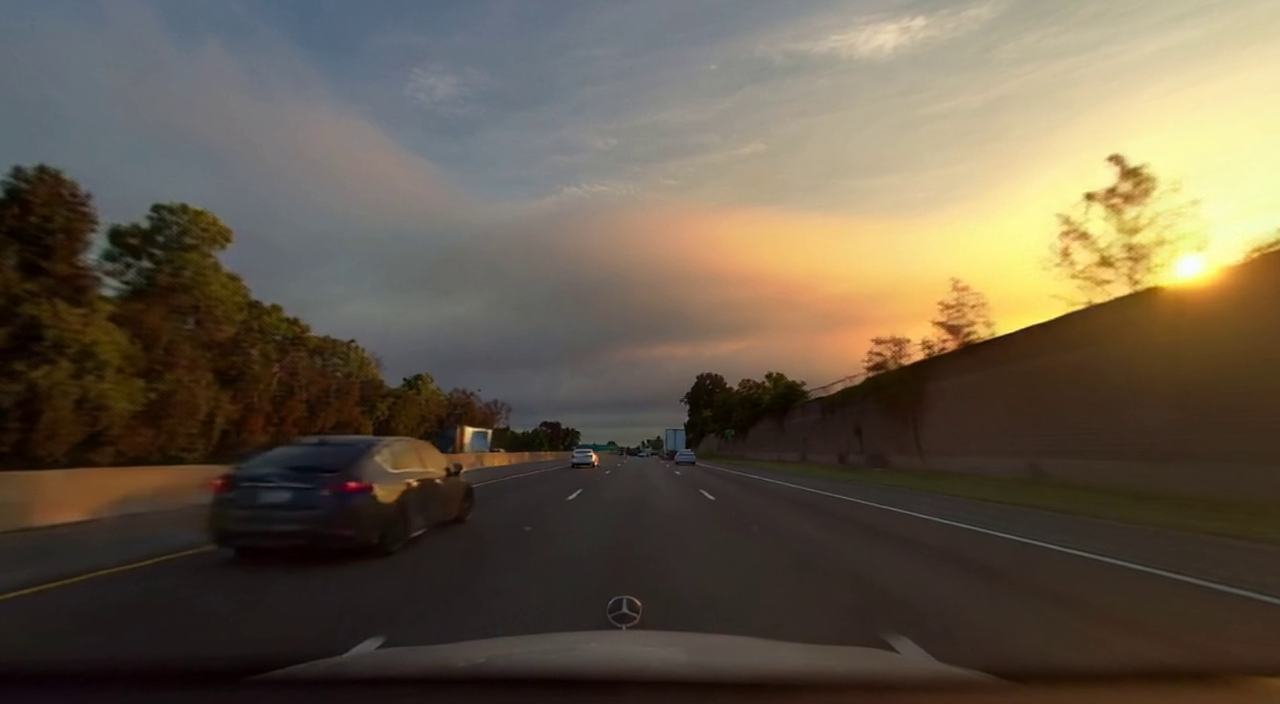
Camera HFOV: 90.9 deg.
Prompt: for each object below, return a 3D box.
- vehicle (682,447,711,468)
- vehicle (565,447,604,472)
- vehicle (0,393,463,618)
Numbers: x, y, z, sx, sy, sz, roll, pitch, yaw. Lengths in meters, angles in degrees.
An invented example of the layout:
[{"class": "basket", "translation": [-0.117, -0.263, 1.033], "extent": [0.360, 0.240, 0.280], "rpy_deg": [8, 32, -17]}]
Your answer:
[{"class": "vehicle", "translation": [4.354, 8.212, 49.281], "extent": [1.873, 1.529, 3.953], "rpy_deg": [0, -9, 0]}, {"class": "vehicle", "translation": [-3.713, 7.241, 42.735], "extent": [2.129, 1.559, 5.272], "rpy_deg": [0, -9, 0]}, {"class": "vehicle", "translation": [-3.982, 1.573, 7.516], "extent": [2.138, 1.720, 5.186], "rpy_deg": [0, -9, 1]}]
